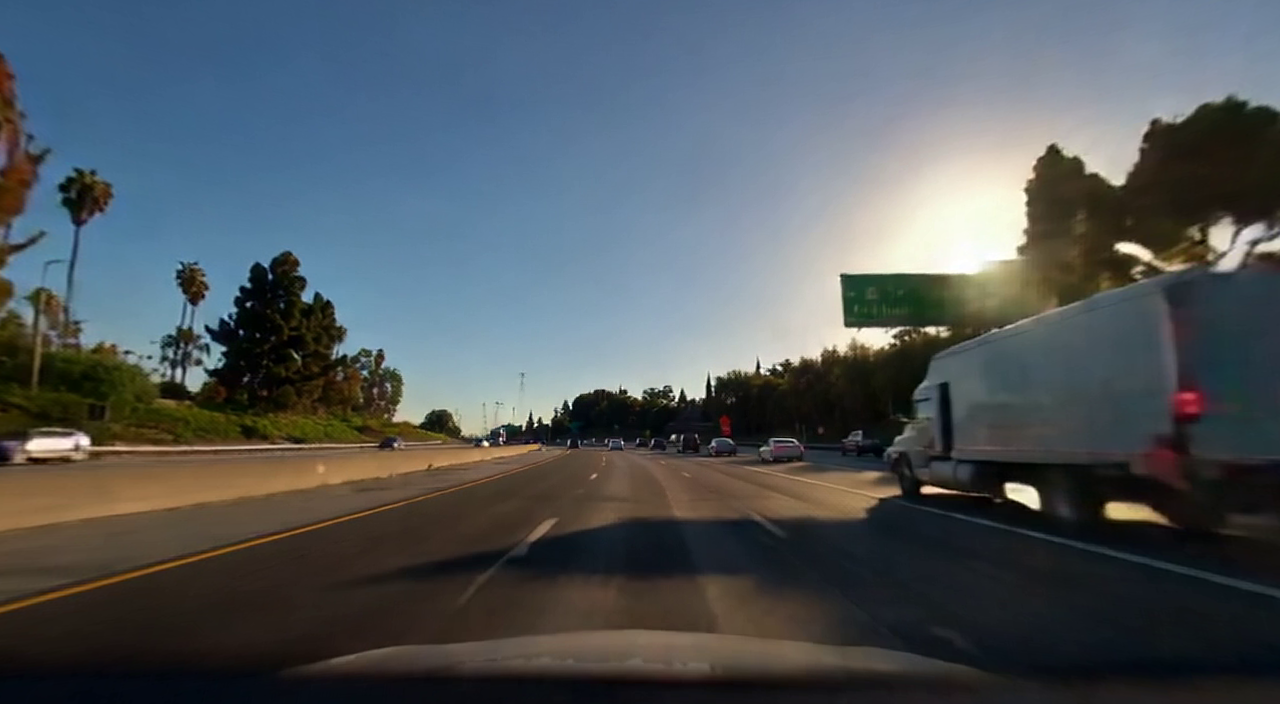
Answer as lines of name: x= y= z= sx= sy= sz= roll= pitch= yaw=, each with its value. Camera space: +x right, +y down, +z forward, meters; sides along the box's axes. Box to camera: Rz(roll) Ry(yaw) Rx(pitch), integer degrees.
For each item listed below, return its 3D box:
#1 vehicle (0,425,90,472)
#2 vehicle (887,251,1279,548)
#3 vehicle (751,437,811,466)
vehicle: x=-29.910 y=4.619 z=30.194 sx=2.258 sy=2.097 sz=5.399 roll=-1 pitch=-8 yaw=0
vehicle: x=8.338 y=1.204 z=12.284 sx=2.919 sy=3.482 sz=9.838 roll=0 pitch=-8 yaw=-1
vehicle: x=7.861 y=5.593 z=35.577 sx=2.092 sy=1.478 sz=4.647 roll=0 pitch=-8 yaw=-3
